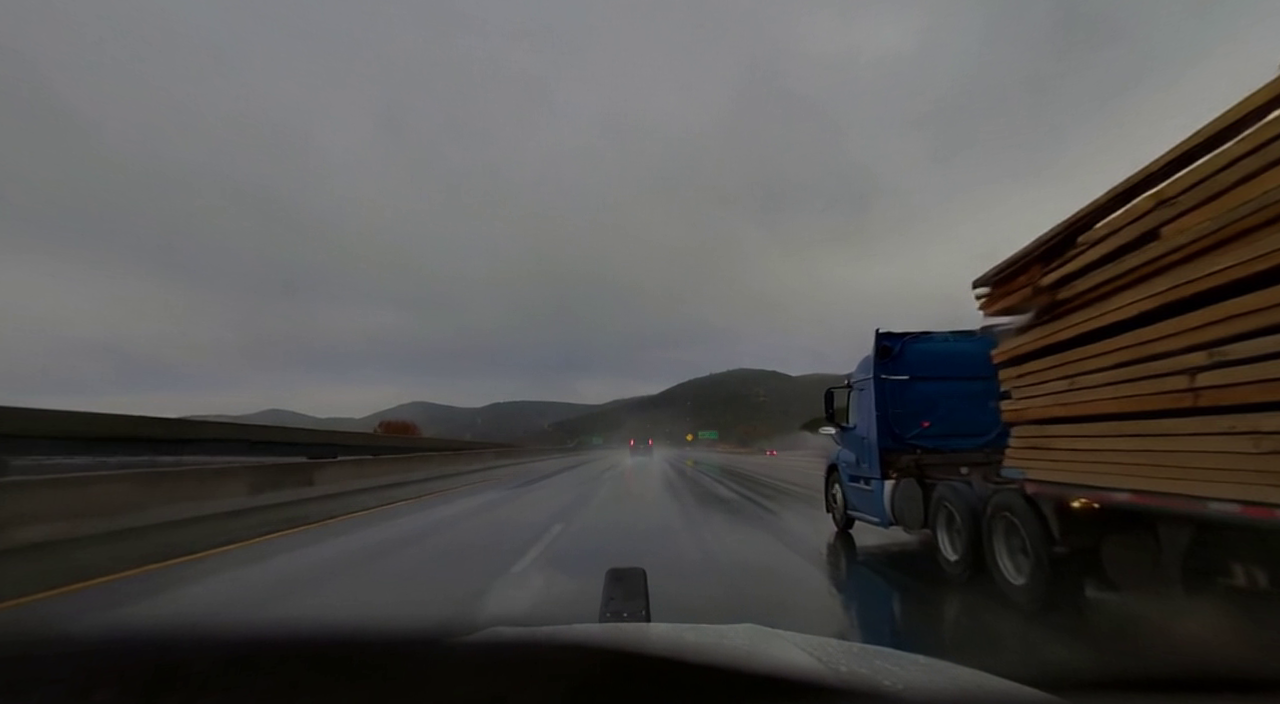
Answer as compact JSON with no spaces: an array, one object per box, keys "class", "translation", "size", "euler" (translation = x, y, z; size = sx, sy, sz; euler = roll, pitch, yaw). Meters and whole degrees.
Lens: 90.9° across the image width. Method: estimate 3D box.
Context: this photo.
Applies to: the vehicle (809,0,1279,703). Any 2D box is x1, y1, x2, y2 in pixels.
[{"class":"vehicle","translation":[3.935,0.326,2.995],"size":[3.326,3.089,10.642],"euler":[-1,-8,0]}]
